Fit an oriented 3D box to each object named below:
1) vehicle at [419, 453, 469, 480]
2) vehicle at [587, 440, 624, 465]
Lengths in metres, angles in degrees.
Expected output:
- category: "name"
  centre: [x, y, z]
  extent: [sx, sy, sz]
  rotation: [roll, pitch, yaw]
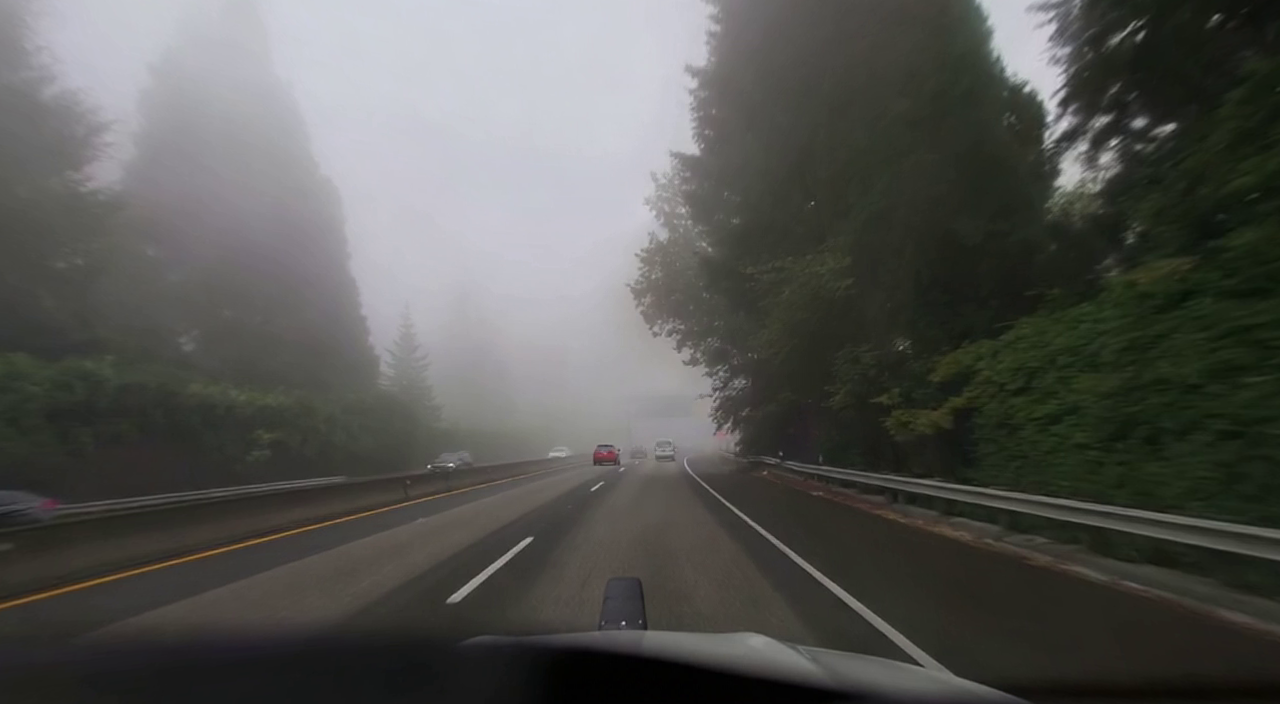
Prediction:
- category: "vehicle"
  centre: [-13.708, 7.987, 44.290]
  extent: [1.909, 1.706, 4.501]
  rotation: [0, -8, 2]
- category: "vehicle"
  centre: [-2.195, 6.592, 41.376]
  extent: [1.985, 1.518, 3.847]
  rotation: [-1, -8, 4]
